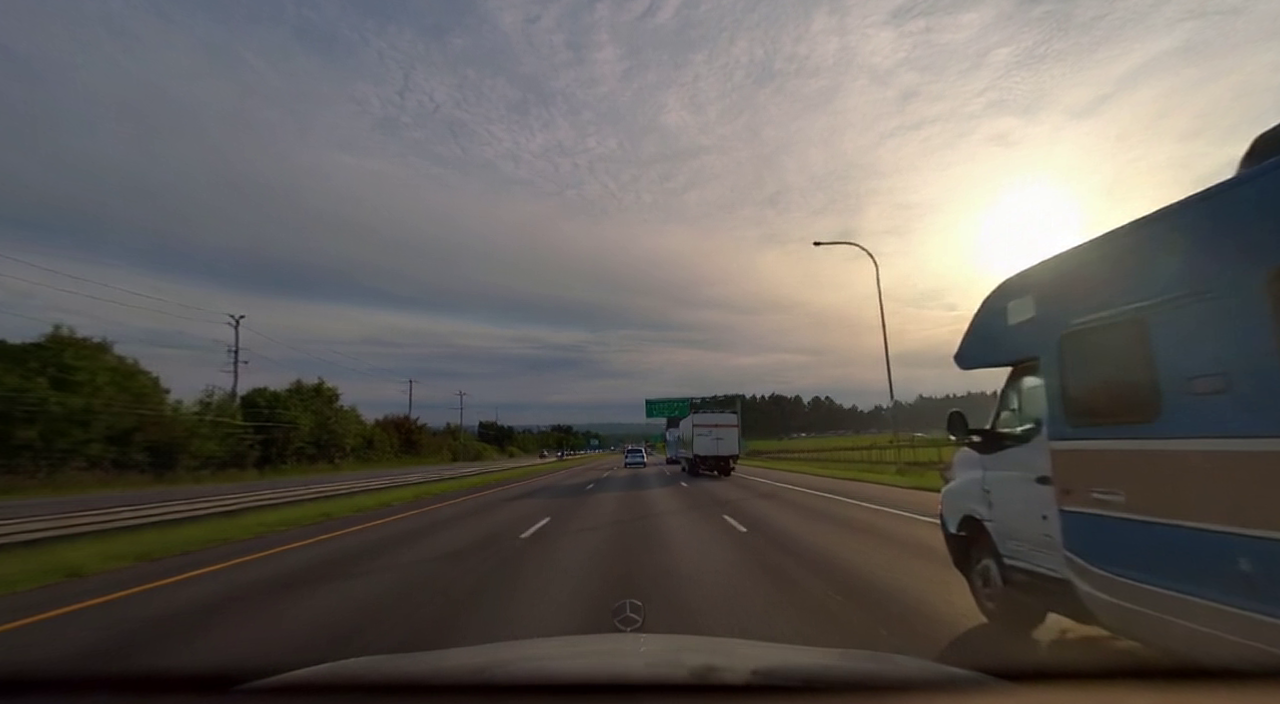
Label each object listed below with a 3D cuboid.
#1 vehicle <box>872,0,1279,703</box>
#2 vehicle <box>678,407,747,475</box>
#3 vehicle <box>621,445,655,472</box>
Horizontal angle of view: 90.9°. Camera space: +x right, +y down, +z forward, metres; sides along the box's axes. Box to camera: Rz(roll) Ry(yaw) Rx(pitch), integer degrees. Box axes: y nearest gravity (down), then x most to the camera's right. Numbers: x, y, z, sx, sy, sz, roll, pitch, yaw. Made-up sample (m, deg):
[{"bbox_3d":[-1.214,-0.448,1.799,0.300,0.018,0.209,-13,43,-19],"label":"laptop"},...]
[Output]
[{"bbox_3d":[3.561,0.080,1.998,2.698,3.001,7.323,0,-9,-1],"label":"vehicle"},{"bbox_3d":[4.027,5.328,37.291,2.931,3.530,8.760,0,-9,0],"label":"vehicle"},{"bbox_3d":[-0.143,7.007,41.742,2.151,1.678,3.923,0,-9,0],"label":"vehicle"}]
